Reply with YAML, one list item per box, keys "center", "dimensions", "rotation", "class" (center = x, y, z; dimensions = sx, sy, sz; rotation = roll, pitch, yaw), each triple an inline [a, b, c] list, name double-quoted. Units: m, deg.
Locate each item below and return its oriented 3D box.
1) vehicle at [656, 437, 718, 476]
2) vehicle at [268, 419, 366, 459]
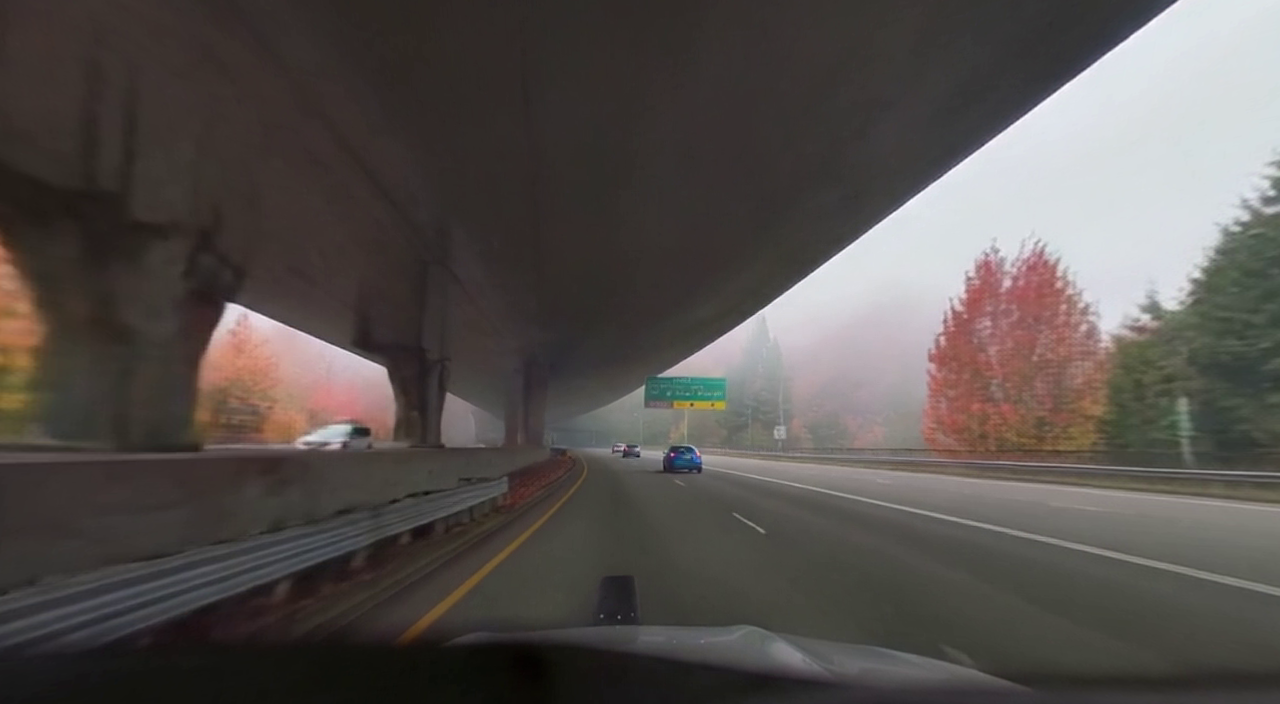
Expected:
- center: [2.063, 4.814, 28.933]
  dimensions: [2.337, 1.633, 4.222]
  rotation: [0, -9, -2]
  class: "vehicle"
- center: [-13.626, 3.759, 26.777]
  dimensions: [1.868, 1.510, 4.491]
  rotation: [0, -9, -2]
  class: "vehicle"
